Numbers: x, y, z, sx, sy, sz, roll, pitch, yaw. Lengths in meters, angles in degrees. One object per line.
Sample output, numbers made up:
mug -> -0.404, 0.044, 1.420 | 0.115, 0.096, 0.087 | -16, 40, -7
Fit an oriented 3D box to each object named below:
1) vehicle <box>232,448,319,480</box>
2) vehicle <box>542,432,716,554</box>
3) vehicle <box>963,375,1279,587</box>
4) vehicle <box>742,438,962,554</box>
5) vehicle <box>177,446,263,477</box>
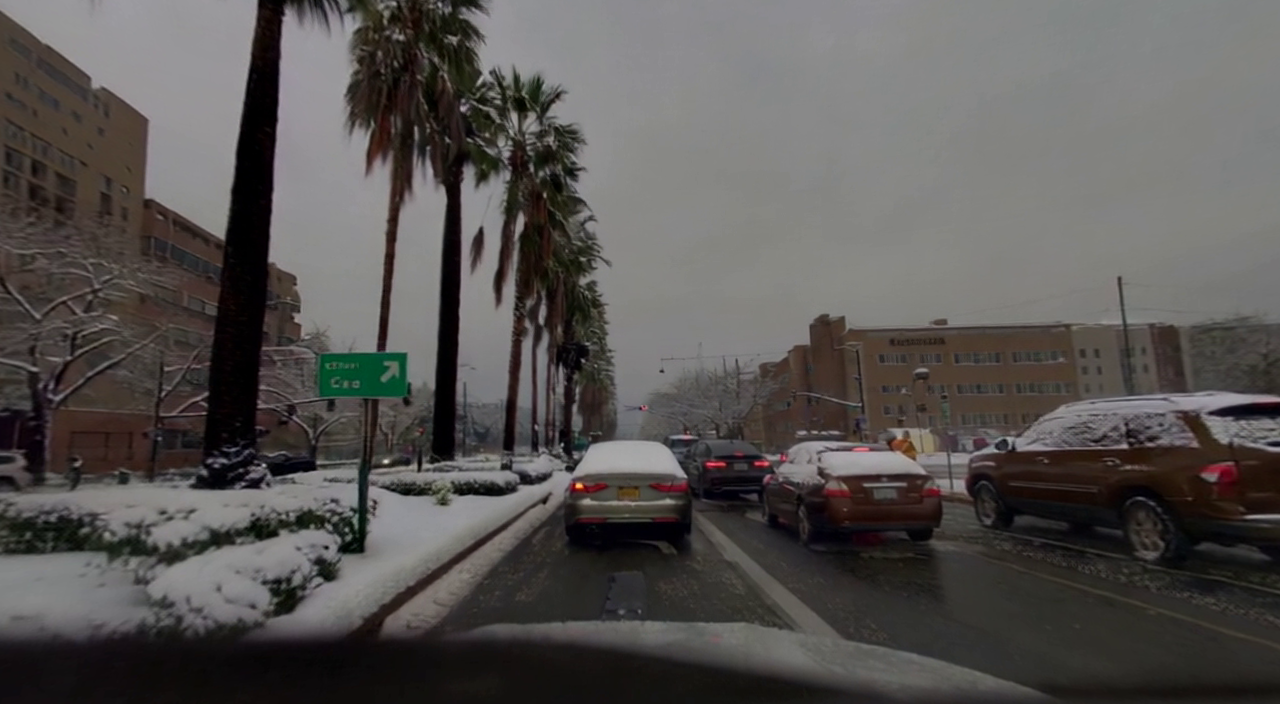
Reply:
vehicle -> -20.621, 6.322, 36.029 | 2.053, 1.631, 4.900 | 0, -8, -1
vehicle -> -0.159, 2.049, 9.893 | 2.158, 1.498, 3.919 | 0, -8, -1
vehicle -> 7.219, 1.664, 9.045 | 2.254, 2.072, 5.577 | 0, -8, 1
vehicle -> 3.072, 2.160, 10.314 | 1.925, 1.451, 4.436 | 0, -8, -2
vehicle -> -28.345, 7.374, 42.902 | 2.115, 1.884, 5.481 | 0, -8, -1
